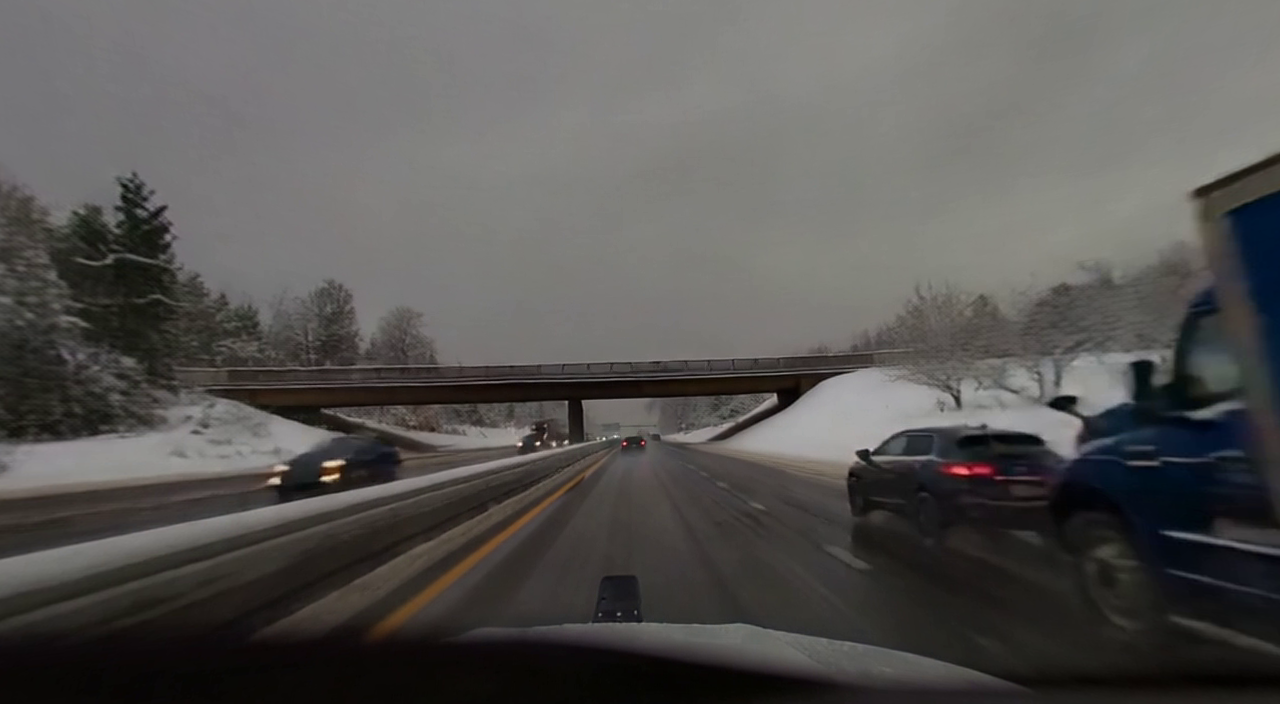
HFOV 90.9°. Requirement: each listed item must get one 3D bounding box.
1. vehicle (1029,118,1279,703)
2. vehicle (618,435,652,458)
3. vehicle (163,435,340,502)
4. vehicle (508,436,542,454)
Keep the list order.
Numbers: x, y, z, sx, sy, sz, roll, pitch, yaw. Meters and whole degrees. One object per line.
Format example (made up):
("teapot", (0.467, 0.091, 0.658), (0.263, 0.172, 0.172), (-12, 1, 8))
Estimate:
("vehicle", (4.175, 0.142, 1.081), (2.715, 2.746, 6.550), (0, -7, -1))
("vehicle", (-0.337, 5.787, 38.814), (1.996, 1.325, 4.029), (0, -7, -1))
("vehicle", (-9.105, 2.715, 15.206), (1.878, 1.393, 3.787), (0, -7, 0))
("vehicle", (-8.787, 7.142, 48.439), (1.936, 1.322, 3.678), (0, -7, 1))
